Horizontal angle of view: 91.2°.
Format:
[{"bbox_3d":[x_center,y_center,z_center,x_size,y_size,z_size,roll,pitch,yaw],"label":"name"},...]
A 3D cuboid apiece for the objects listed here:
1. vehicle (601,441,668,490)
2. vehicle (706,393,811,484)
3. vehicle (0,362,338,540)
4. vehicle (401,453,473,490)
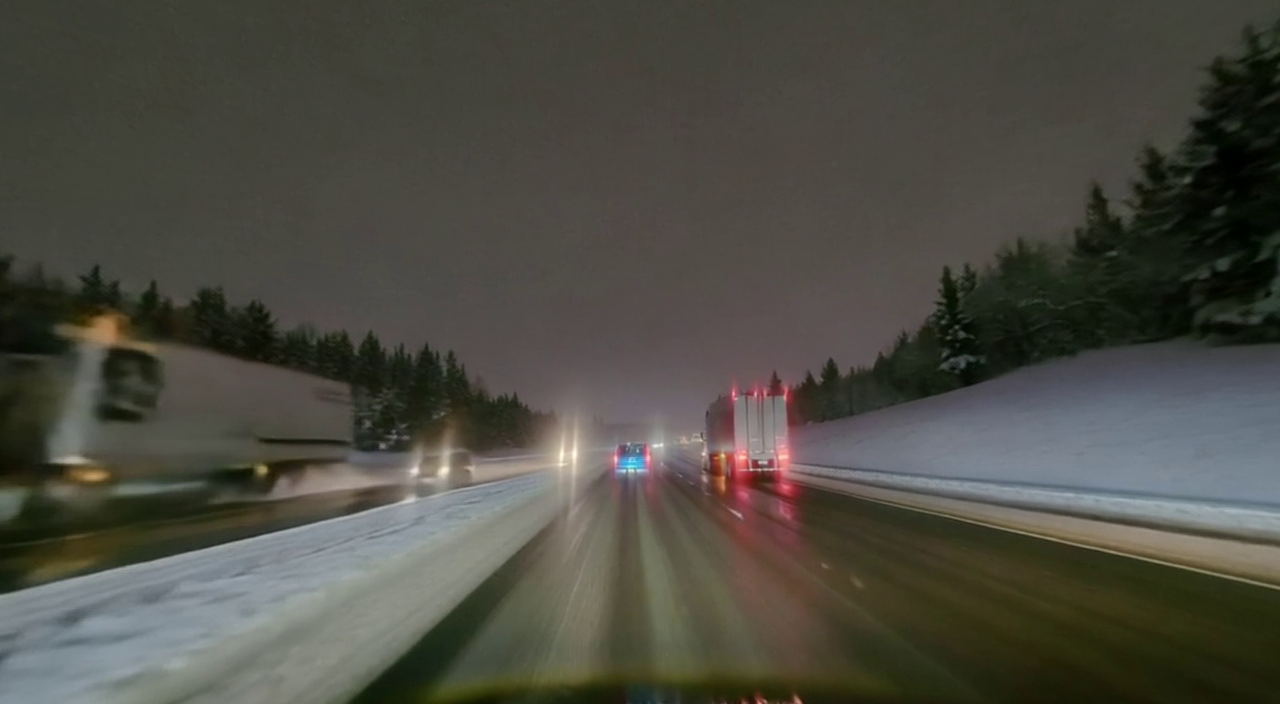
[{"bbox_3d":[-0.191,3.821,21.362,2.066,1.490,3.759,0,-9,-1],"label":"vehicle"},{"bbox_3d":[4.599,3.629,26.037,2.791,3.201,7.145,0,-9,-1],"label":"vehicle"},{"bbox_3d":[-13.409,2.743,17.482,3.243,3.224,13.889,0,-9,-1],"label":"vehicle"},{"bbox_3d":[-8.949,5.282,28.012,1.941,1.513,3.779,-1,-9,0],"label":"vehicle"}]
